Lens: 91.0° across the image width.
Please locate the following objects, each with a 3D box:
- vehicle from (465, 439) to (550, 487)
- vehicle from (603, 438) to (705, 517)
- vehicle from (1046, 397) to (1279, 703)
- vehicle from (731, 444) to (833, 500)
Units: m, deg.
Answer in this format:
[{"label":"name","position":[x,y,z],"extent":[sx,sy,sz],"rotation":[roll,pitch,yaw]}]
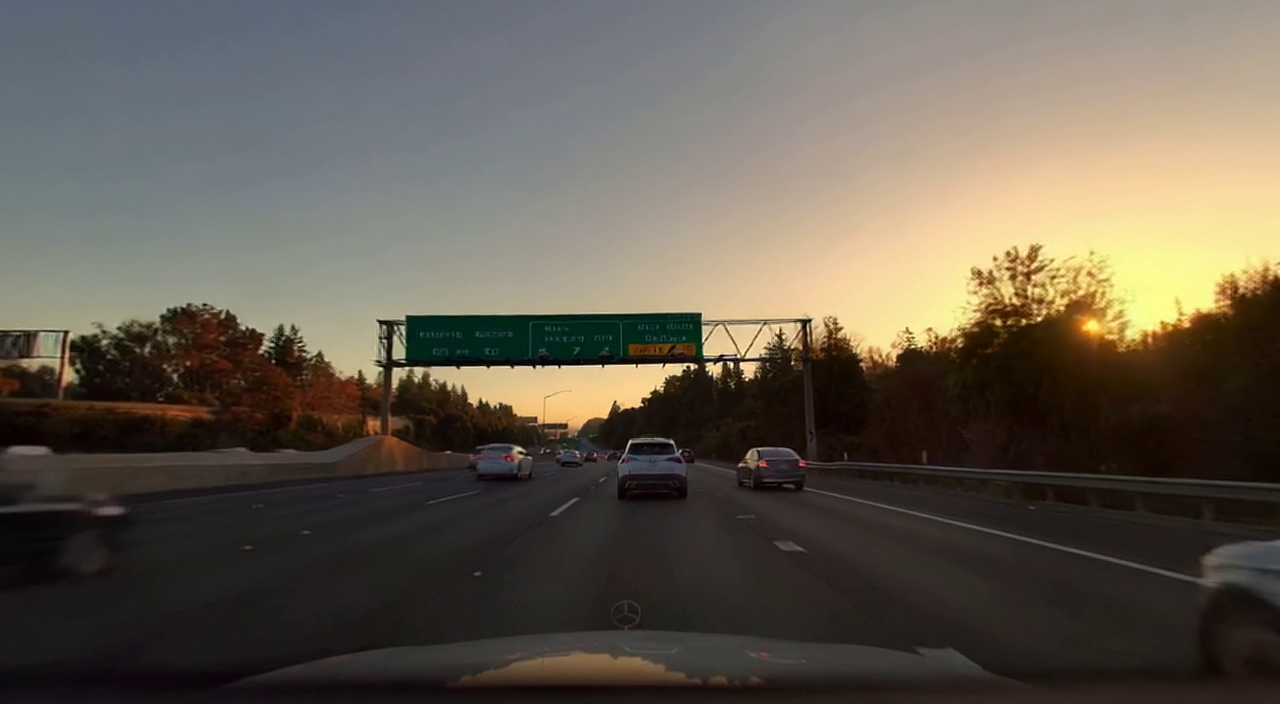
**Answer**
[{"label":"vehicle","position":[-5.297,4.509,25.954],"extent":[2.182,1.743,5.144],"rotation":[0,-9,2]},{"label":"vehicle","position":[0.277,2.807,14.575],"extent":[2.044,1.554,3.824],"rotation":[0,-9,0]},{"label":"vehicle","position":[3.558,0.852,1.873],"extent":[2.044,1.523,3.947],"rotation":[0,-9,0]},{"label":"vehicle","position":[4.198,3.618,19.474],"extent":[2.002,1.499,4.710],"rotation":[0,-9,-1]}]
